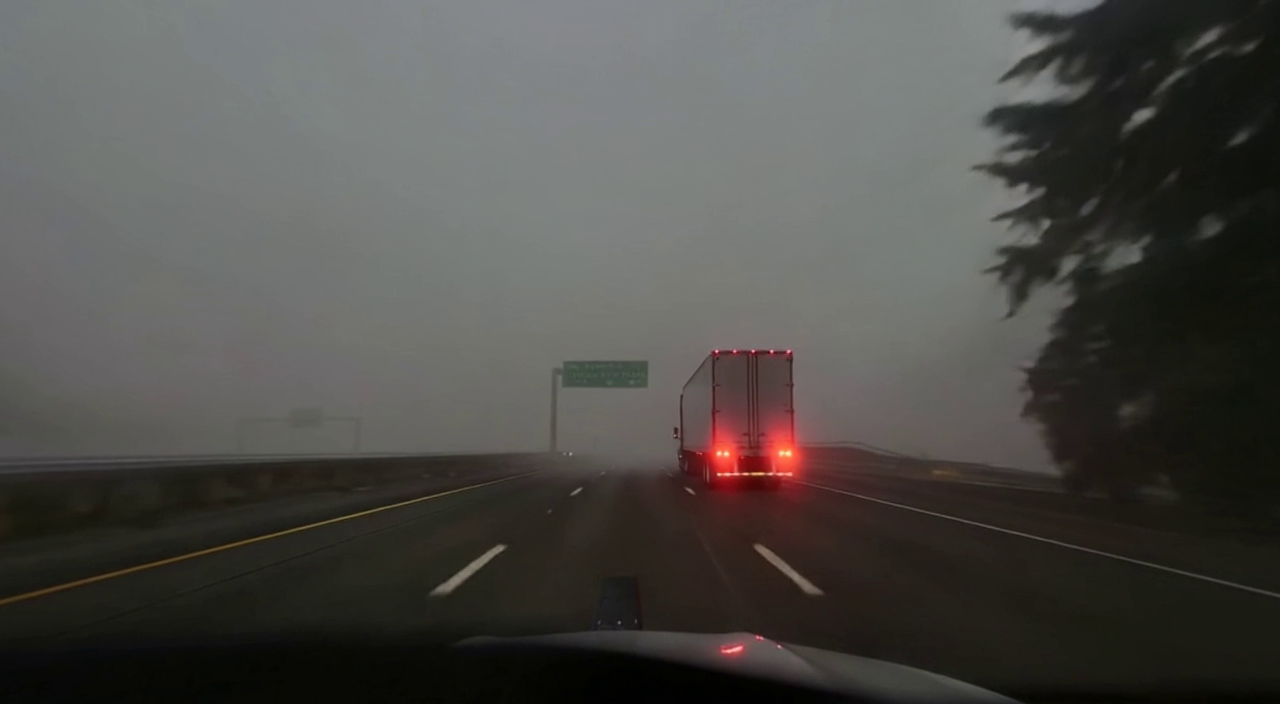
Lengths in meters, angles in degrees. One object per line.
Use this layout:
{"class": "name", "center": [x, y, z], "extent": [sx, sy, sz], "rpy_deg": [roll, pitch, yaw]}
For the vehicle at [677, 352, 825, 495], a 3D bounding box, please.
{"class": "vehicle", "center": [3.531, 3.091, 24.926], "extent": [3.244, 4.020, 14.561], "rpy_deg": [0, -9, 0]}
